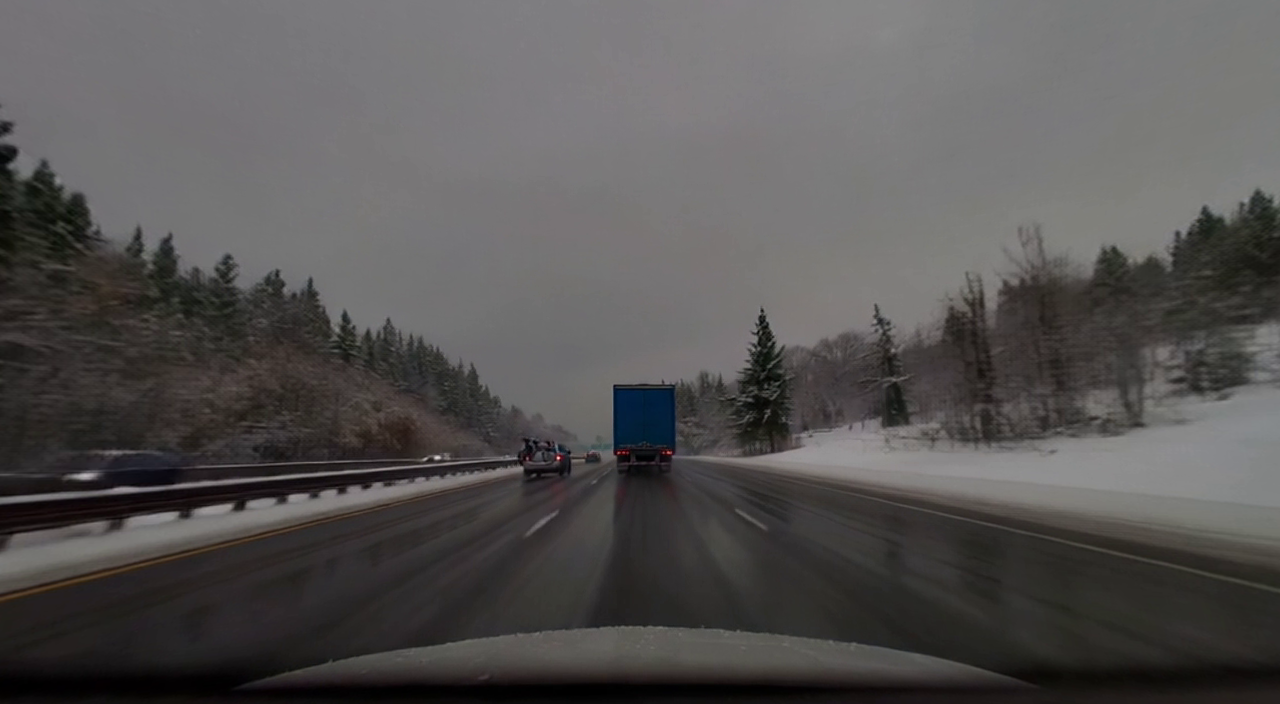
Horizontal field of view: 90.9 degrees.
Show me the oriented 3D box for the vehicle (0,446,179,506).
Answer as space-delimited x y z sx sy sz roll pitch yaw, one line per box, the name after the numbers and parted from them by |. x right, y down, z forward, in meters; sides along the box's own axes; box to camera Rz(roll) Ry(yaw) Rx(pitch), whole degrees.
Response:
-16.901 3.739 19.454 1.894 1.604 4.470 0 -9 0 | vehicle

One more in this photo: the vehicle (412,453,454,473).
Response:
-15.949 8.541 48.700 1.779 1.438 3.897 0 -9 2 | vehicle

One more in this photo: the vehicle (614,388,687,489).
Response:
0.493 4.008 28.831 2.821 3.878 8.925 0 -9 1 | vehicle

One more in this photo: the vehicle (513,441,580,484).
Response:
-3.851 4.665 26.815 2.018 1.632 4.722 0 -9 1 | vehicle
